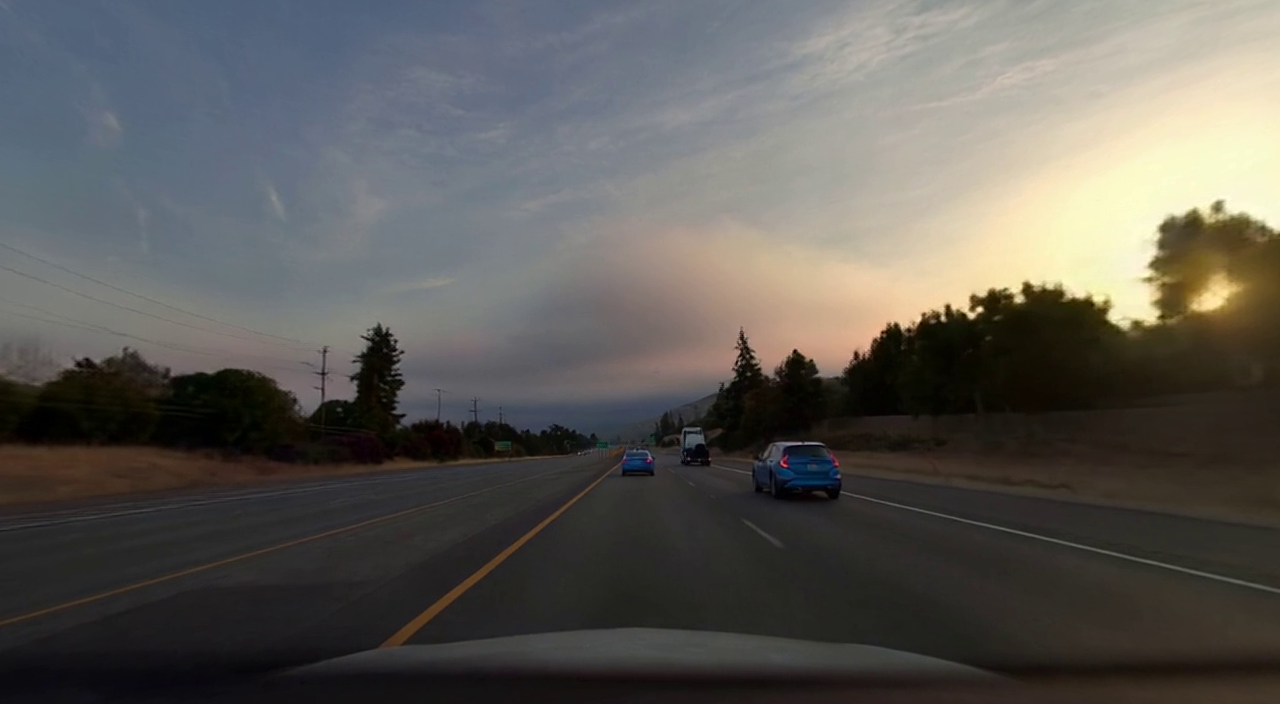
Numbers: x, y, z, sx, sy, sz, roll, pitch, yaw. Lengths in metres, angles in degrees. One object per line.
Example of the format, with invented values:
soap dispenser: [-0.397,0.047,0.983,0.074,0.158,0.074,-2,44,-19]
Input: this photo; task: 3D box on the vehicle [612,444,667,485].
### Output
vehicle: [-0.036,4.526,25.468,2.066,1.490,3.759,0,-9,-1]

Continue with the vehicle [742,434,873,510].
vehicle: [3.837,2.827,15.187,1.953,1.540,4.101,0,-9,-1]
